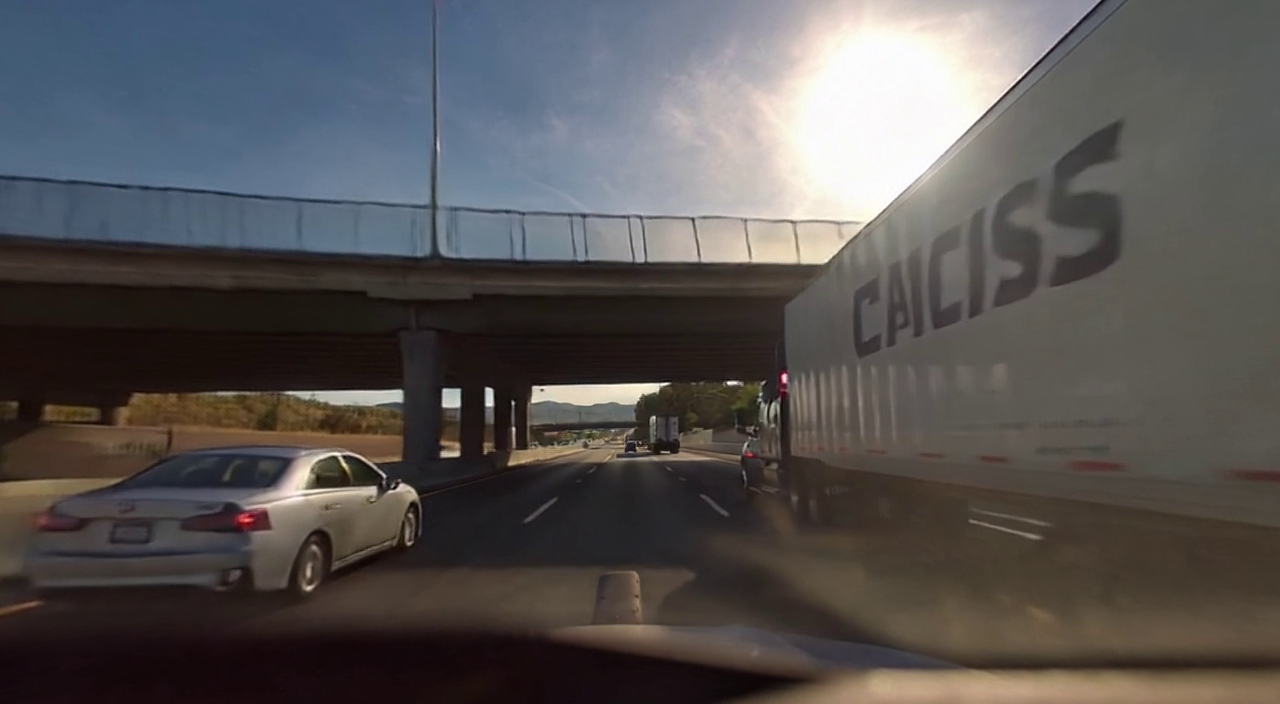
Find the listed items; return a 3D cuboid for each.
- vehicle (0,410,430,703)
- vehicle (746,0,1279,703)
[{"bbox_3d":[-3.487,1.365,5.392,1.990,1.520,4.100,0,-8,0],"label":"vehicle"},{"bbox_3d":[4.265,0.392,7.861,2.976,4.064,14.619,0,-8,-1],"label":"vehicle"}]
